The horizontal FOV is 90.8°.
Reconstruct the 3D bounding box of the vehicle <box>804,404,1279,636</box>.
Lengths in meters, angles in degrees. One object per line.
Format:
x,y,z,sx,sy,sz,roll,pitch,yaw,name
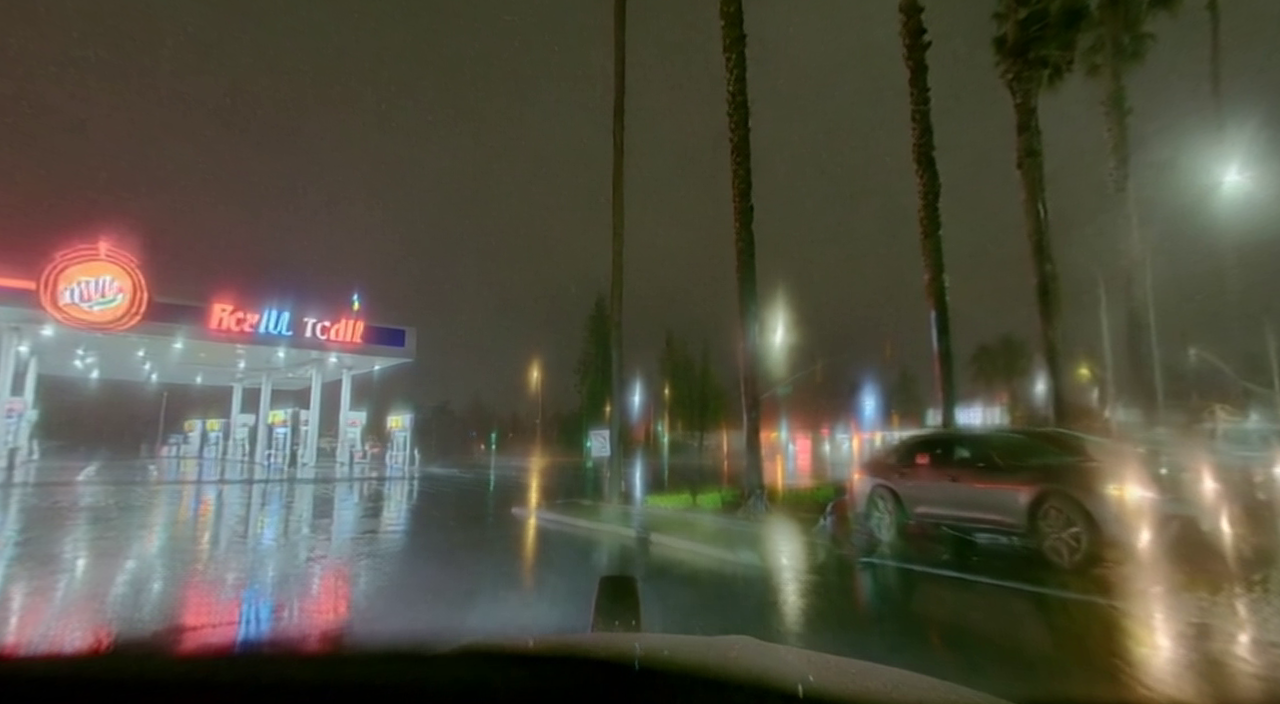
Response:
4.032,1.398,6.146,1.937,1.490,4.564,5,-10,-32,vehicle
